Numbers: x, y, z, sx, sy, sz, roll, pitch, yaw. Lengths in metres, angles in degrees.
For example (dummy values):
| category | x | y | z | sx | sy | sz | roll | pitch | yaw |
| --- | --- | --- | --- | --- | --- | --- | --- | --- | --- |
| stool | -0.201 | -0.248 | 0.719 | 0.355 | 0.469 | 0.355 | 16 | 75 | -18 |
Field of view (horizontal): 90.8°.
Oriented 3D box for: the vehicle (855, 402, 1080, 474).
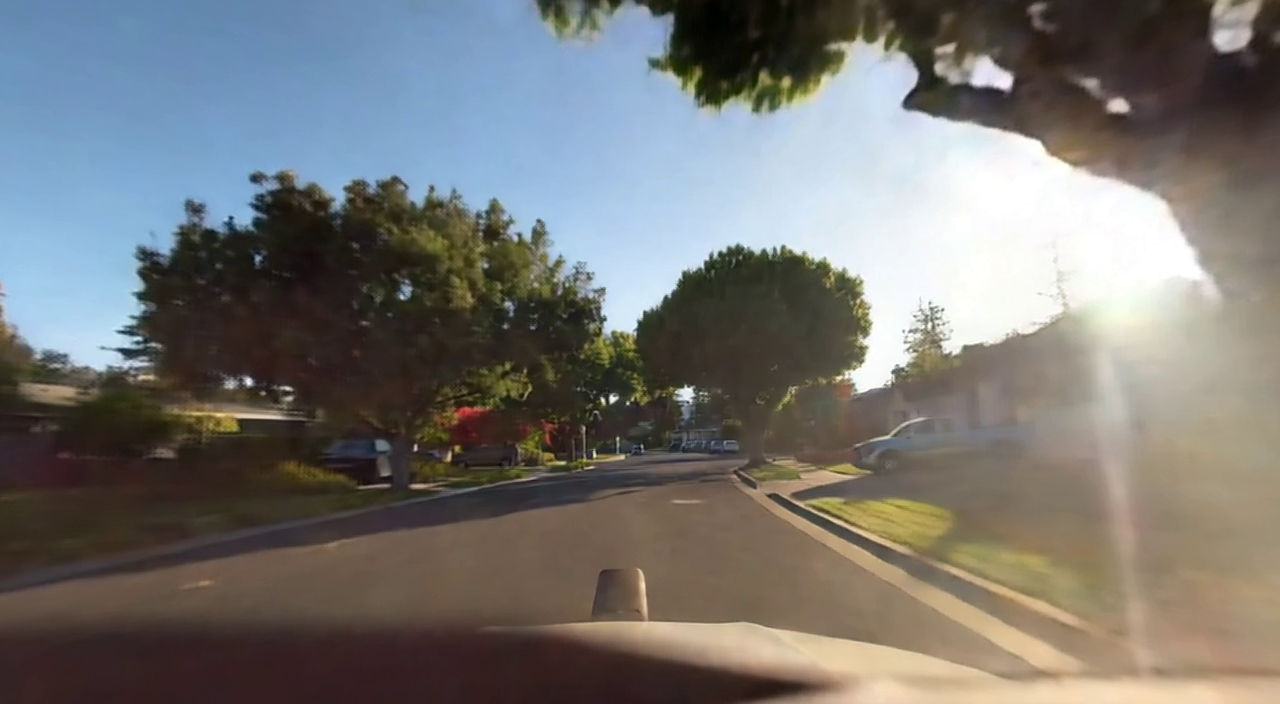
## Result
| category | x | y | z | sx | sy | sz | roll | pitch | yaw |
| --- | --- | --- | --- | --- | --- | --- | --- | --- | --- |
| vehicle | 10.720 | 2.906 | 21.257 | 6.053 | 2.240 | 2.582 | -1 | -9 | 5 |

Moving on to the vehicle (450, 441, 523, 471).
| category | x | y | z | sx | sy | sz | roll | pitch | yaw |
| --- | --- | --- | --- | --- | --- | --- | --- | --- | --- |
| vehicle | -11.219 | 7.664 | 46.603 | 5.045 | 1.835 | 2.315 | -2 | -9 | -11 |
